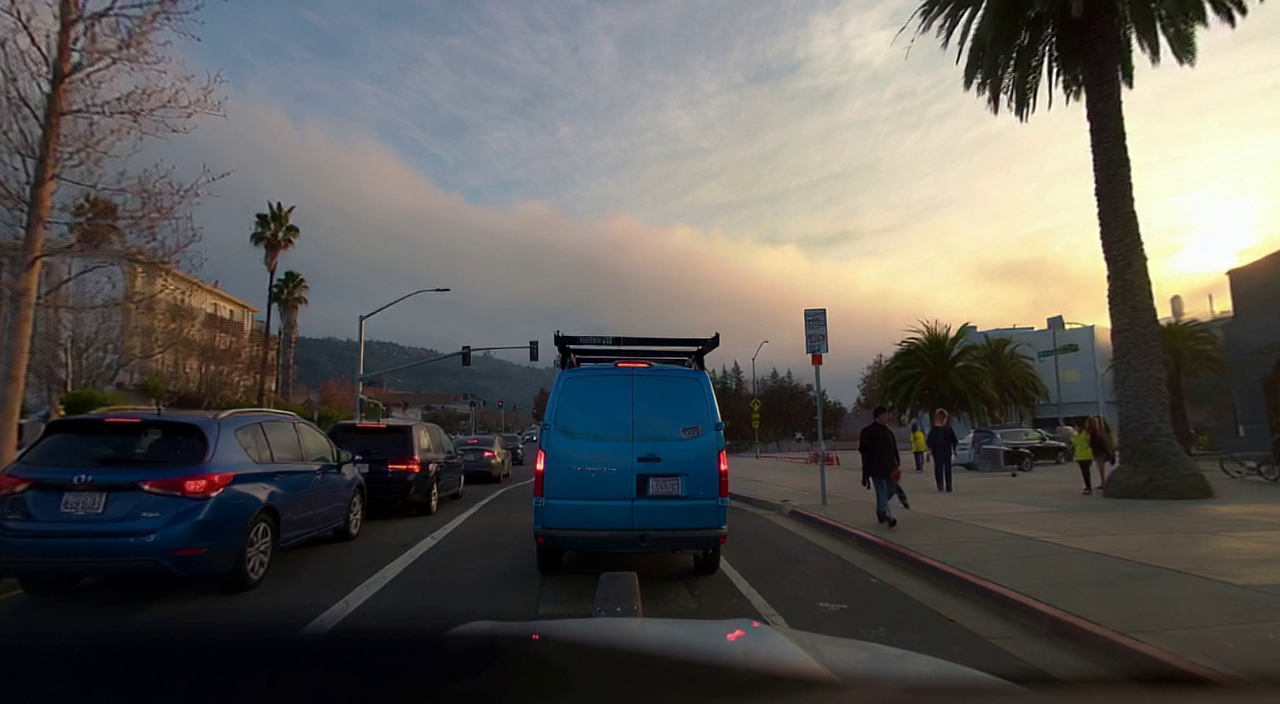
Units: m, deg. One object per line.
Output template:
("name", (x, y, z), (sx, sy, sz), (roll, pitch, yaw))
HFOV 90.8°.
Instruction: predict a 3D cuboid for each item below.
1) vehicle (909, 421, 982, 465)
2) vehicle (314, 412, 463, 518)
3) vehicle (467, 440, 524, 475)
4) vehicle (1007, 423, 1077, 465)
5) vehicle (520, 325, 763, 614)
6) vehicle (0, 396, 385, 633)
("vehicle", (12.649, 3.763, 26.046), (2.046, 1.675, 3.924), (-6, -10, 33))
("vehicle", (-5.211, 2.407, 13.896), (2.089, 1.854, 5.022), (2, -9, -11))
("vehicle", (-6.833, 4.894, 29.573), (1.818, 1.479, 4.428), (4, -9, -22))
("vehicle", (15.789, 3.620, 24.725), (2.048, 1.475, 3.972), (-6, -10, 34))
("vehicle", (-0.197, 1.220, 7.178), (1.902, 2.238, 4.263), (1, -9, -6))
("vehicle", (-4.399, 1.466, 6.657), (1.986, 1.643, 4.315), (1, -9, -6))
